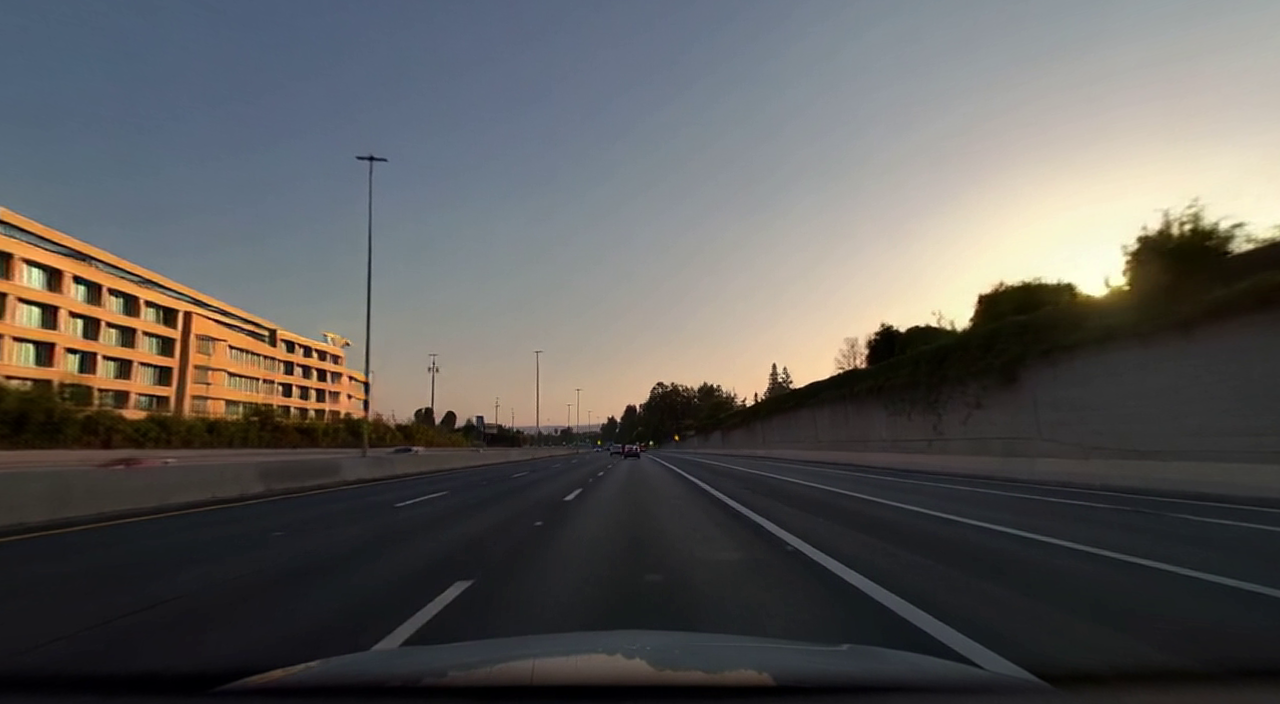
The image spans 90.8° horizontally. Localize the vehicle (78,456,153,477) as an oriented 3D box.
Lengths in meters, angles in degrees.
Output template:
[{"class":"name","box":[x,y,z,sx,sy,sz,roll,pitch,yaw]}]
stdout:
[{"class":"vehicle","box":[-40.235,8.794,48.571,1.789,1.457,4.444,-1,-9,2]}]
